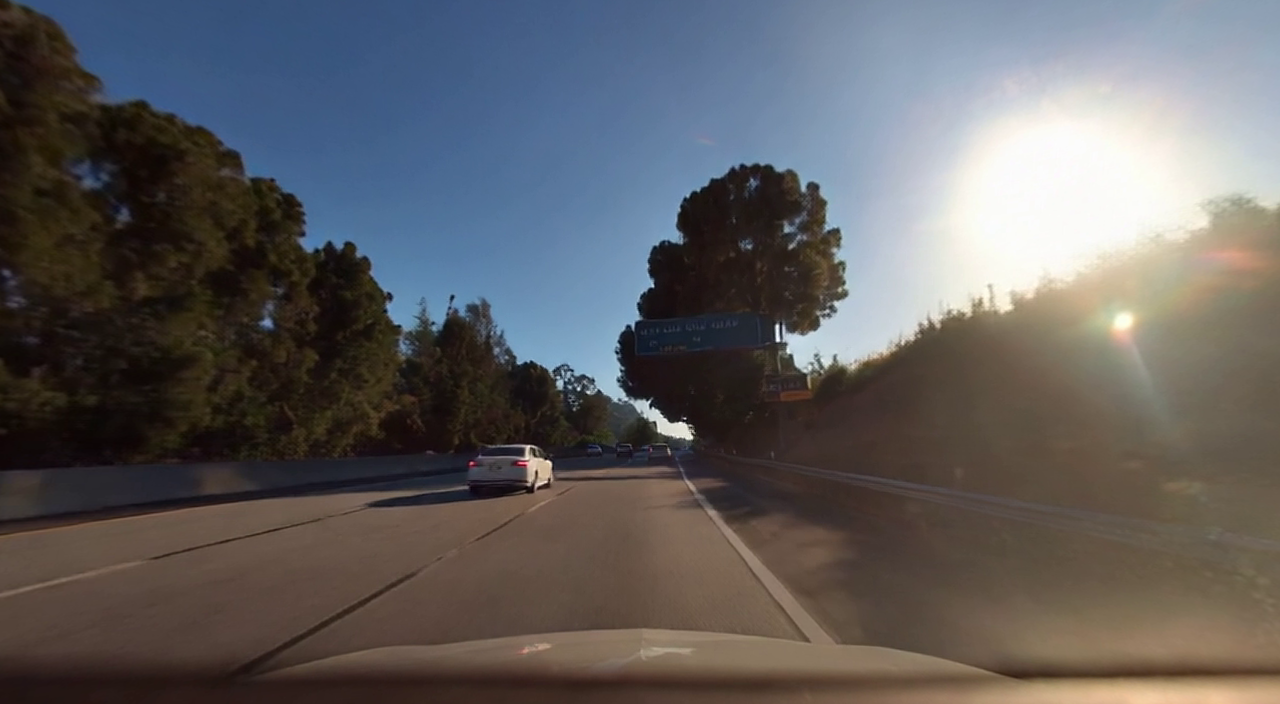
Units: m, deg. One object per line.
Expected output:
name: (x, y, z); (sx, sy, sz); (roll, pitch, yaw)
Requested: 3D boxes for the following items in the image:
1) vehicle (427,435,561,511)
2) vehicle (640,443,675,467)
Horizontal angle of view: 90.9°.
vehicle: (-3.228, 2.770, 14.992); (2.024, 1.531, 4.431); (0, -8, 1)
vehicle: (1.166, 6.546, 40.297); (2.113, 1.464, 4.073); (0, -8, 3)
